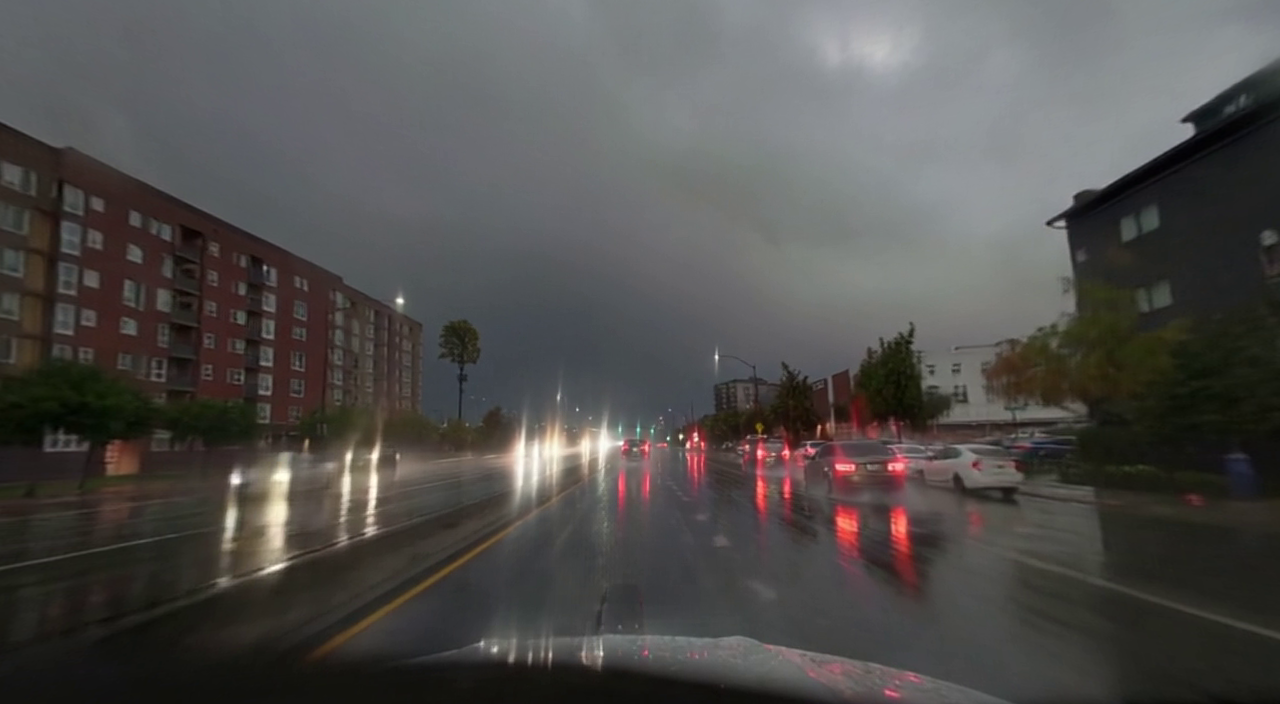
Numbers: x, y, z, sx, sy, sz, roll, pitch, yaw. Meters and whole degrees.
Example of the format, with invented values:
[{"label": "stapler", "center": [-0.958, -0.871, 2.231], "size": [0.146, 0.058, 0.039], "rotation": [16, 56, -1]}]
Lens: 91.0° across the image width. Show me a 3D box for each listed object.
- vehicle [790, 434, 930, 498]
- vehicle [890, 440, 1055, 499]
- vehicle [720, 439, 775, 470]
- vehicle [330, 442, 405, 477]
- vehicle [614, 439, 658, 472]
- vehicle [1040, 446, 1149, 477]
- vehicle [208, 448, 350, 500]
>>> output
[{"label": "vehicle", "center": [6.002, 3.184, 17.979], "size": [2.121, 1.557, 4.898], "rotation": [0, -8, -1]}, {"label": "vehicle", "center": [9.804, 3.476, 19.157], "size": [2.181, 1.546, 4.845], "rotation": [0, -9, -3]}, {"label": "vehicle", "center": [5.748, 5.559, 34.165], "size": [2.154, 1.554, 4.149], "rotation": [0, -8, -2]}, {"label": "vehicle", "center": [-15.261, 6.032, 35.631], "size": [2.096, 1.796, 4.825], "rotation": [0, -8, 0]}, {"label": "vehicle", "center": [-0.209, 5.176, 31.745], "size": [2.106, 1.553, 3.964], "rotation": [0, -8, -1]}, {"label": "vehicle", "center": [22.685, 5.472, 31.553], "size": [1.955, 1.427, 3.836], "rotation": [4, -10, -27]}, {"label": "vehicle", "center": [-11.487, 3.860, 20.482], "size": [1.897, 1.466, 4.566], "rotation": [0, -8, 0]}]
